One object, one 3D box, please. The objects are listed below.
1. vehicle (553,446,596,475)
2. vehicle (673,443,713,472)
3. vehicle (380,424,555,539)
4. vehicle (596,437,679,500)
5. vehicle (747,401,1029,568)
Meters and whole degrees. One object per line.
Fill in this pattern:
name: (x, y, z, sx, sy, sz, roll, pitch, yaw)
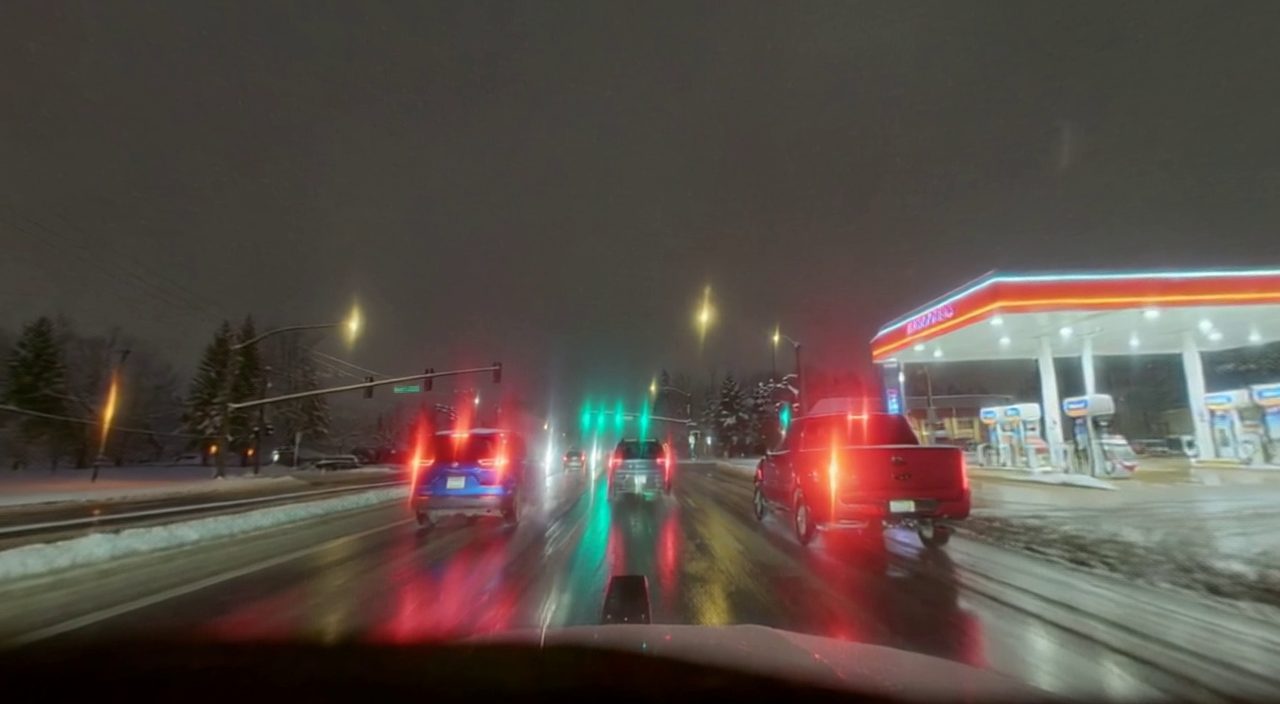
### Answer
vehicle: (-3.528, 5.915, 34.617, 1.954, 1.497, 4.078, 0, -8, 0)
vehicle: (3.289, 6.662, 40.161, 2.122, 1.745, 4.337, 0, -8, -1)
vehicle: (-2.928, 2.291, 11.824, 2.019, 1.731, 4.299, 0, -8, 0)
vehicle: (-0.092, 3.367, 18.699, 2.181, 1.650, 4.083, 0, -8, -1)
vehicle: (3.264, 1.890, 9.852, 2.161, 1.868, 5.321, 0, -8, -1)
